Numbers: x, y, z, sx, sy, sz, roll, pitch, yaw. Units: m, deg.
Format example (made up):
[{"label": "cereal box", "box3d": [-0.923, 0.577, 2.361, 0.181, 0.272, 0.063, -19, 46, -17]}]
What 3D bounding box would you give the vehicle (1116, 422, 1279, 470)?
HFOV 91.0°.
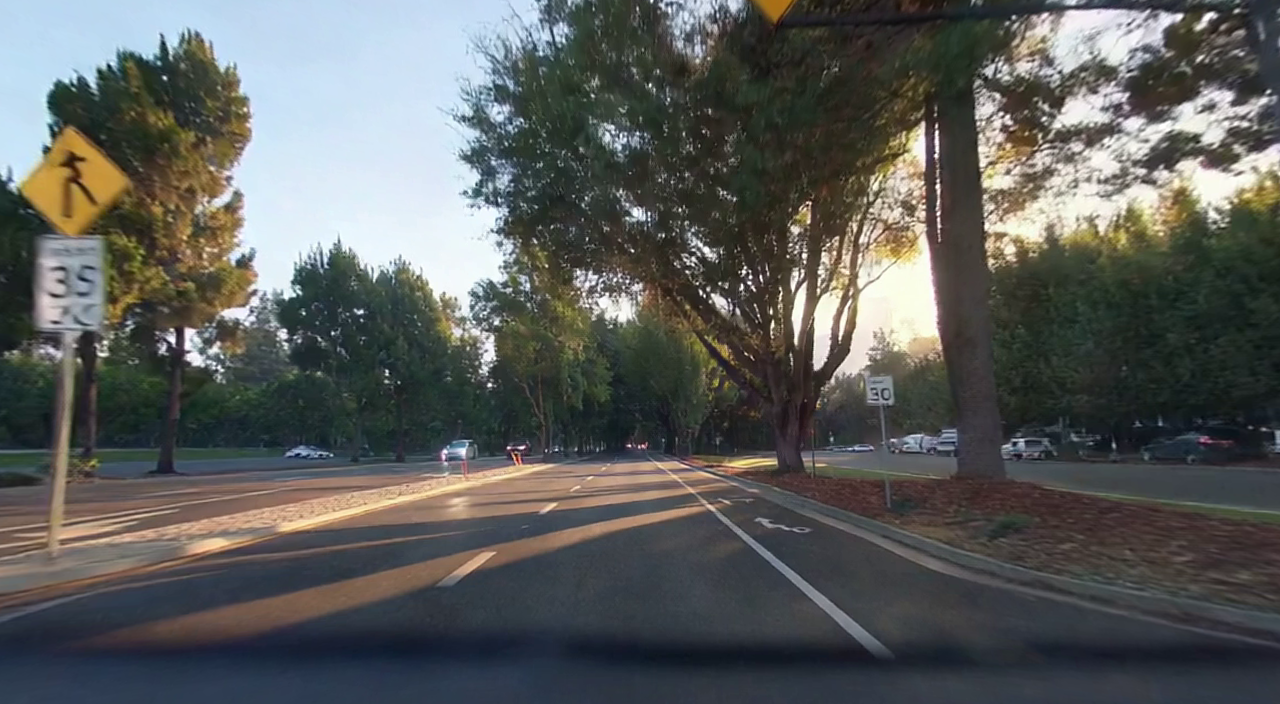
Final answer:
[{"label": "vehicle", "box3d": [20.121, 3.447, 22.951, 1.963, 1.466, 4.355, -3, -9, -1]}]
